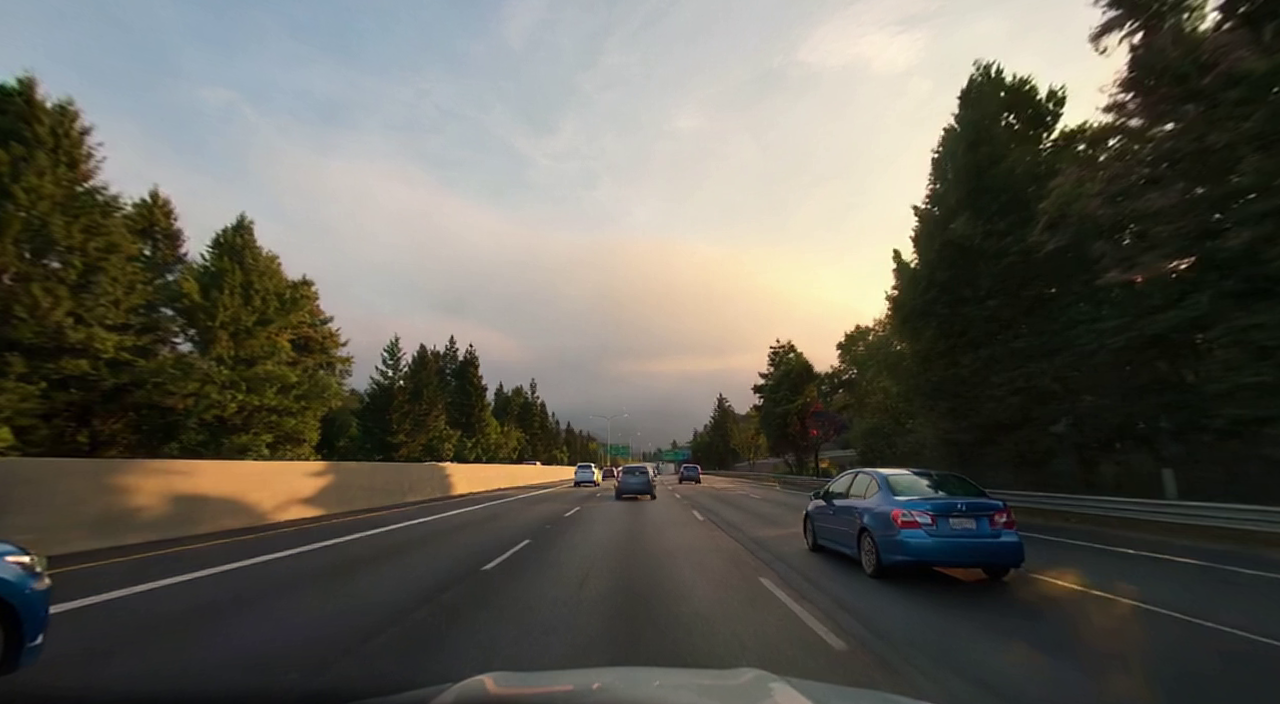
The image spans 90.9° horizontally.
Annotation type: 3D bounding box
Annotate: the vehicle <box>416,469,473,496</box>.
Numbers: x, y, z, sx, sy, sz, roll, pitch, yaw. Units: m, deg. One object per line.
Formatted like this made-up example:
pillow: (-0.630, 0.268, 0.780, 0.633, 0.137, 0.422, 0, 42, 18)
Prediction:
vehicle: (-11.559, 7.723, 37.577, 1.873, 1.471, 4.551, 0, -10, 1)

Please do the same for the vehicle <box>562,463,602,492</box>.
vehicle: (-3.539, 7.808, 39.375, 2.021, 1.706, 4.247, 1, -10, 1)

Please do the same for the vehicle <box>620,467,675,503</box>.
vehicle: (0.314, 5.754, 27.498, 2.241, 1.425, 3.973, 1, -10, 0)

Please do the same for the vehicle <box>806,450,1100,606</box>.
vehicle: (3.743, 2.174, 8.465, 1.938, 1.561, 3.786, 1, -10, -1)

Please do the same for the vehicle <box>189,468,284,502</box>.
vehicle: (-19.783, 6.499, 31.120, 1.882, 1.502, 4.099, 0, -10, 2)
